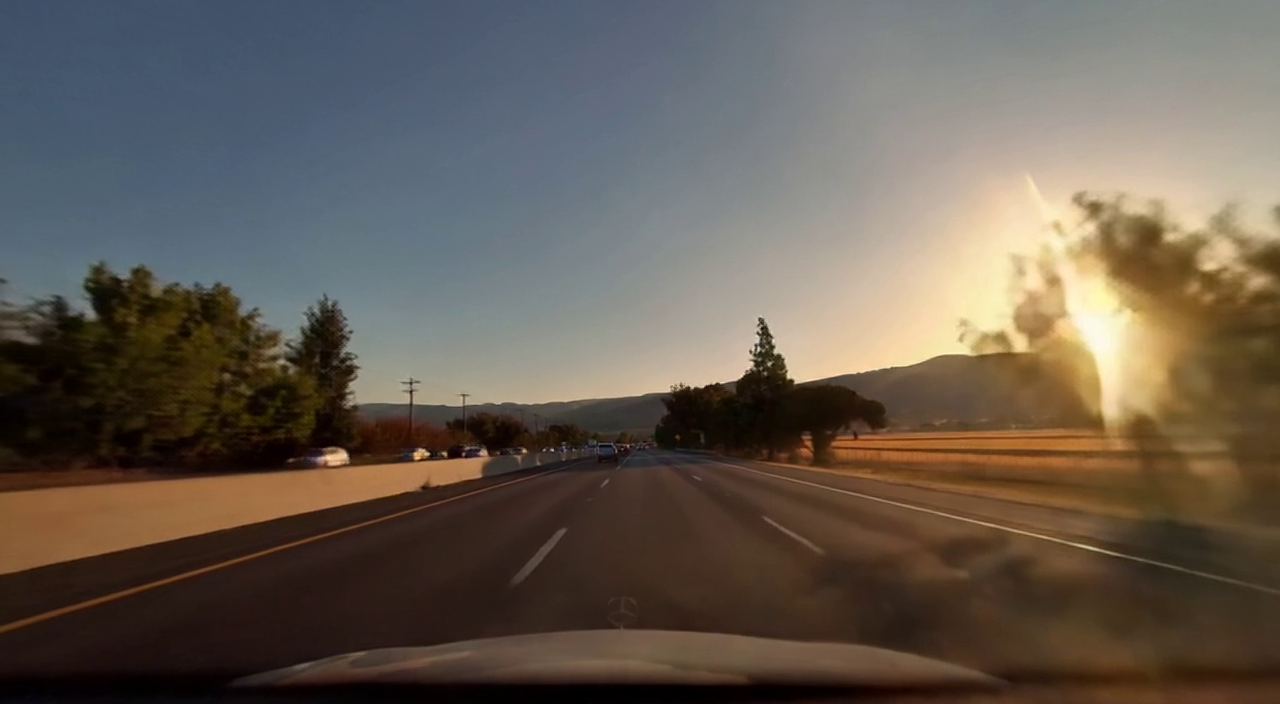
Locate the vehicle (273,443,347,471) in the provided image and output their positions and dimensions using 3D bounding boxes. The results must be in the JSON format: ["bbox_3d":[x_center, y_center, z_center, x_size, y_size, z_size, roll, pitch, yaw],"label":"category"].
[{"bbox_3d":[-24.643,7.840,47.357,2.255,1.945,5.875,0,-9,1],"label":"vehicle"}]
